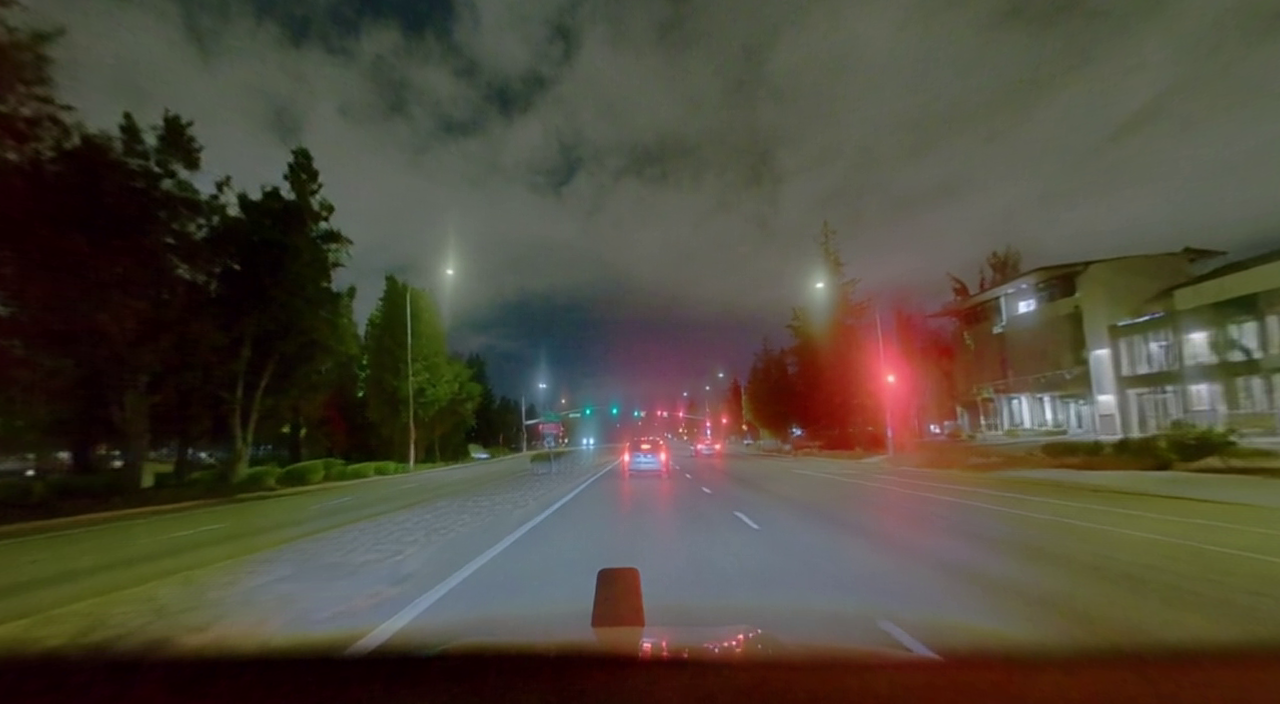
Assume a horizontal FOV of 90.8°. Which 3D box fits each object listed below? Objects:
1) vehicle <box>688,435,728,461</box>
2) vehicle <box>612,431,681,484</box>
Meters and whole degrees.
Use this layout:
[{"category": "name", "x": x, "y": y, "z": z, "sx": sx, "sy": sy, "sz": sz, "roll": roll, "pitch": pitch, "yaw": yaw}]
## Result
[{"category": "vehicle", "x": 4.375, "y": 6.240, "z": 41.293, "sx": 1.987, "sy": 1.613, "sz": 4.081, "roll": 0, "pitch": -8, "yaw": -2}, {"category": "vehicle", "x": 0.194, "y": 3.621, "z": 21.992, "sx": 2.181, "sy": 1.639, "sz": 4.127, "roll": 0, "pitch": -8, "yaw": 0}]
